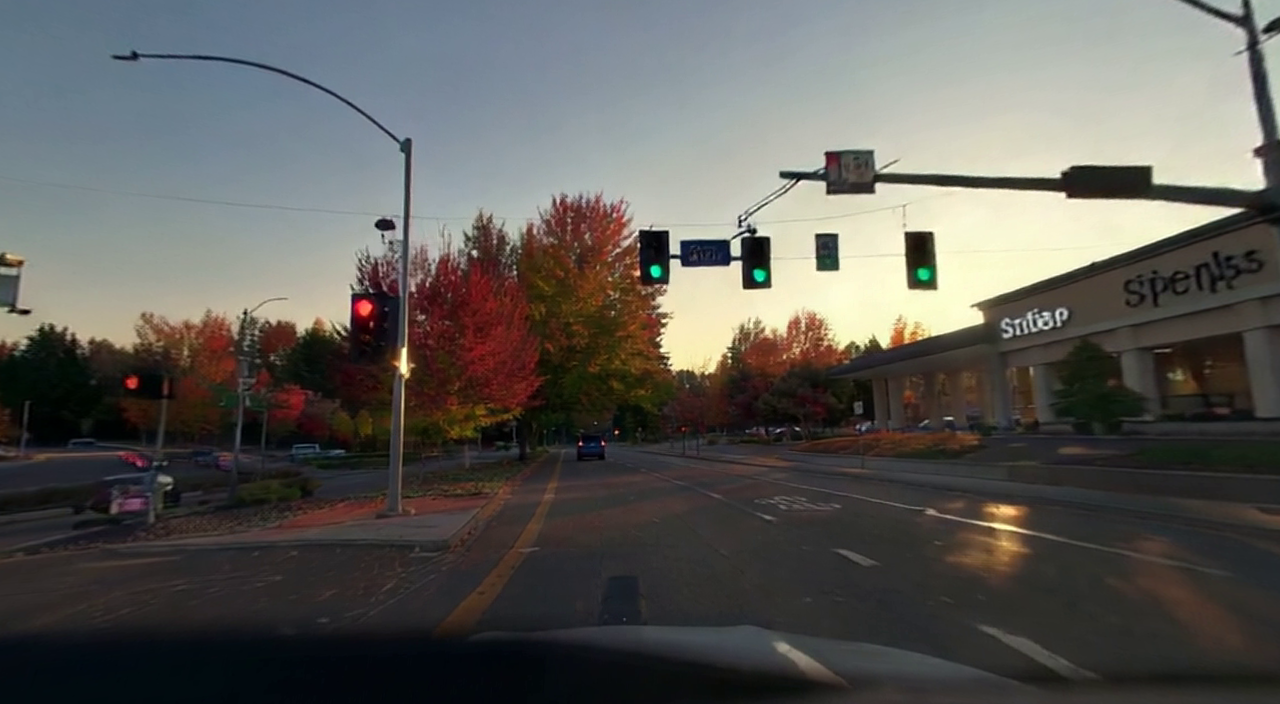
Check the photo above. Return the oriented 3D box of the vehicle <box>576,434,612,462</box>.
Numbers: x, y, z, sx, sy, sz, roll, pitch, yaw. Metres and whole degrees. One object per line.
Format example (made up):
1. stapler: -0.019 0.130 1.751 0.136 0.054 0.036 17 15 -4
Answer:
1. vehicle: -3.275 6.643 43.922 2.146 1.814 5.110 1 -8 -8
